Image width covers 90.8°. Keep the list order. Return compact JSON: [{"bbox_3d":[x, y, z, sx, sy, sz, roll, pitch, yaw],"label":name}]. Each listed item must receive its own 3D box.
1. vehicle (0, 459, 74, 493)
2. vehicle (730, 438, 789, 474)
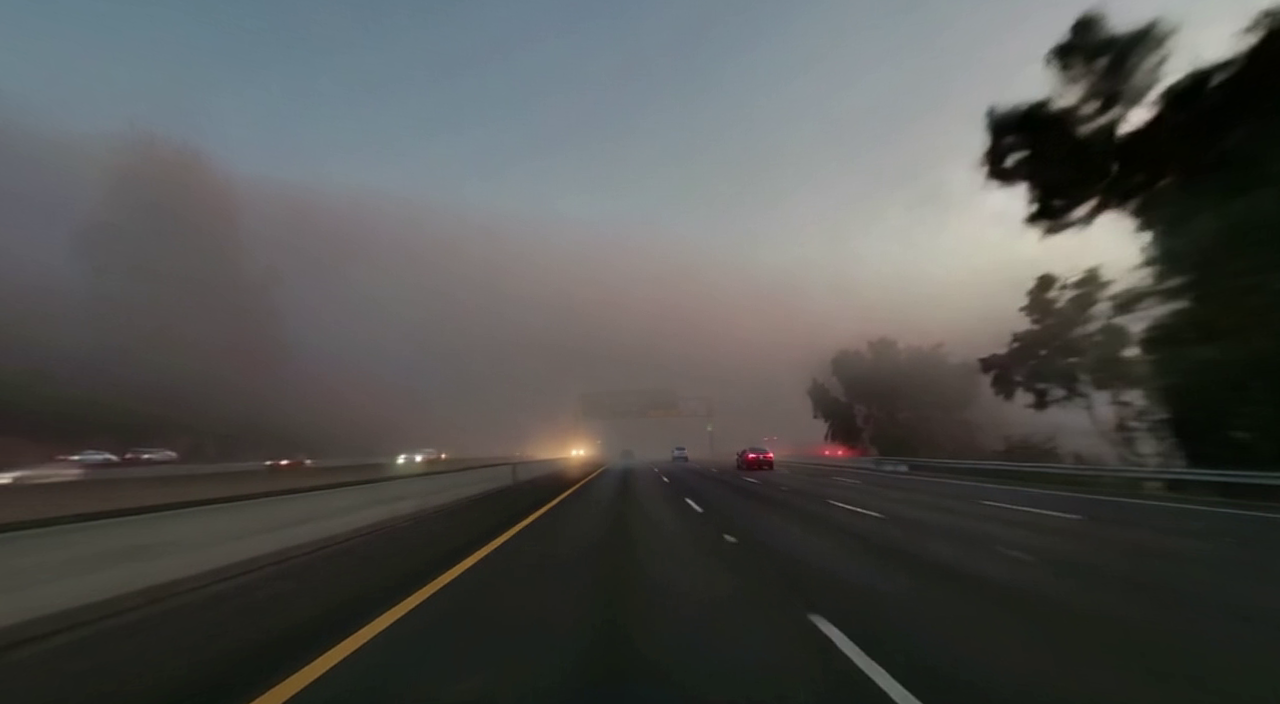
[{"bbox_3d":[-33.531,6.583,33.735,2.222,1.647,4.871,0,-9,-4],"label":"vehicle"},{"bbox_3d":[6.038,5.304,32.434,2.030,1.706,4.279,0,-9,-2],"label":"vehicle"}]
